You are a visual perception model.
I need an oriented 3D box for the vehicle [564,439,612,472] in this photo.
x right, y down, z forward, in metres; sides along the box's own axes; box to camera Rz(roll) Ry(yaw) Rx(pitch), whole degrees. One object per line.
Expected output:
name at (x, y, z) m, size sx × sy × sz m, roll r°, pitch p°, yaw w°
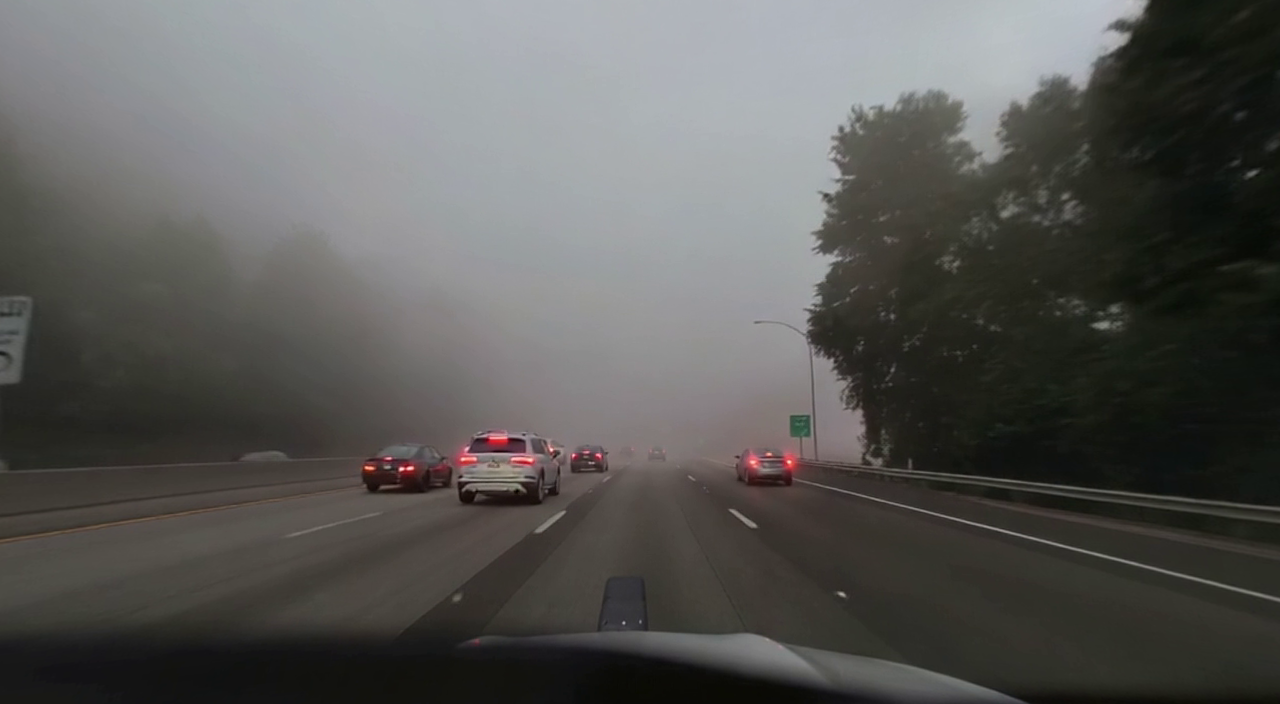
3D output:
vehicle at (-2.761, 5.671, 34.686) m, size 2.133 × 1.668 × 4.505 m, roll 0°, pitch -8°, yaw 2°

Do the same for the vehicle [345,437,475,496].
vehicle at (-6.681, 3.374, 19.043) m, size 2.049 × 1.544 × 4.866 m, roll 0°, pitch -8°, yaw 1°

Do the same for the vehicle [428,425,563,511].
vehicle at (-3.267, 2.739, 15.372) m, size 2.133 × 1.775 × 4.530 m, roll 0°, pitch -8°, yaw 1°

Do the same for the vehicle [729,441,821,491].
vehicle at (4.325, 3.732, 21.081) m, size 2.022 × 1.472 × 4.678 m, roll 0°, pitch -8°, yaw 0°

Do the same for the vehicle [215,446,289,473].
vehicle at (-24.007, 6.648, 39.203) m, size 1.989 × 1.525 × 3.942 m, roll 0°, pitch -8°, yaw 2°
